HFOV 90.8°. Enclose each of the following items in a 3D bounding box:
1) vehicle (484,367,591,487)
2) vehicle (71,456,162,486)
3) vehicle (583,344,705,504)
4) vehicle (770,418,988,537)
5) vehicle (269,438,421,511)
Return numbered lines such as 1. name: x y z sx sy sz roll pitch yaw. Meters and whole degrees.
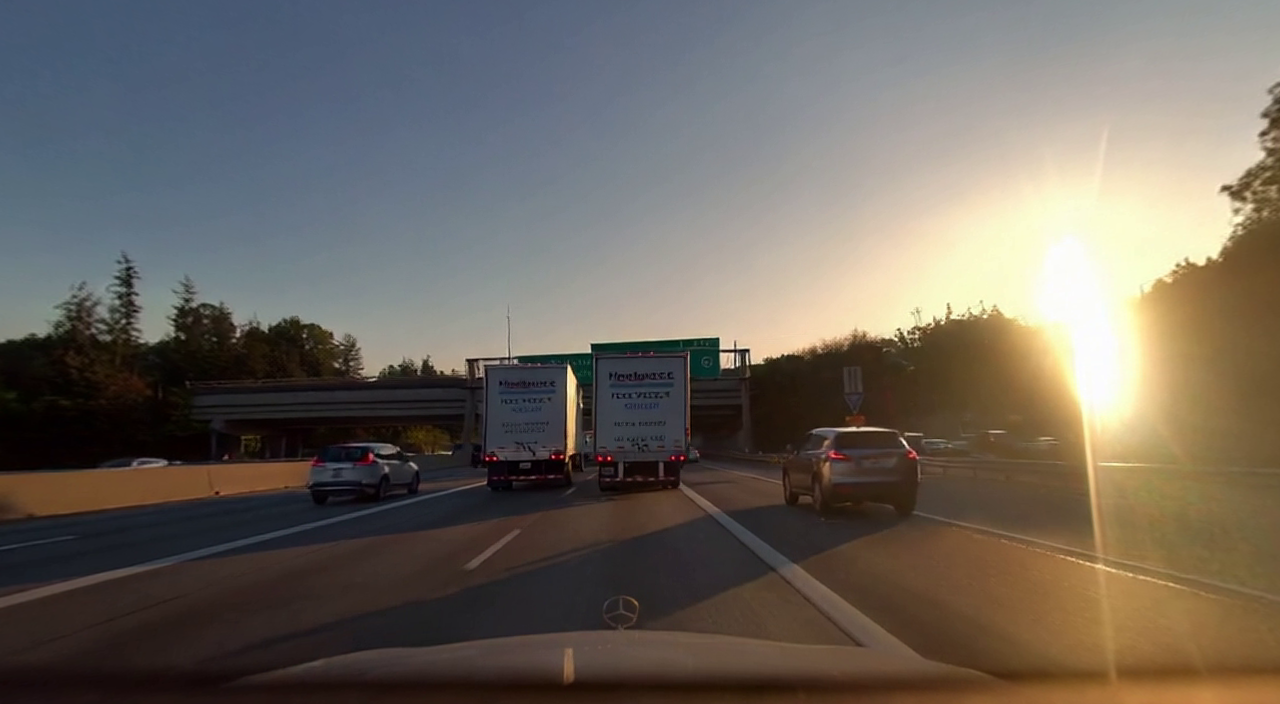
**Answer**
1. vehicle: -3.936 3.392 27.331 2.888 4.154 10.960 0 -9 -1
2. vehicle: -28.055 6.352 33.986 1.708 1.448 3.699 0 -9 -1
3. vehicle: 0.039 2.436 20.135 2.910 3.828 9.805 0 -9 -1
4. vehicle: 4.051 2.222 11.803 2.136 1.753 4.644 0 -9 -2
5. vehicle: -7.712 3.208 17.111 2.017 1.694 4.420 0 -9 -1
